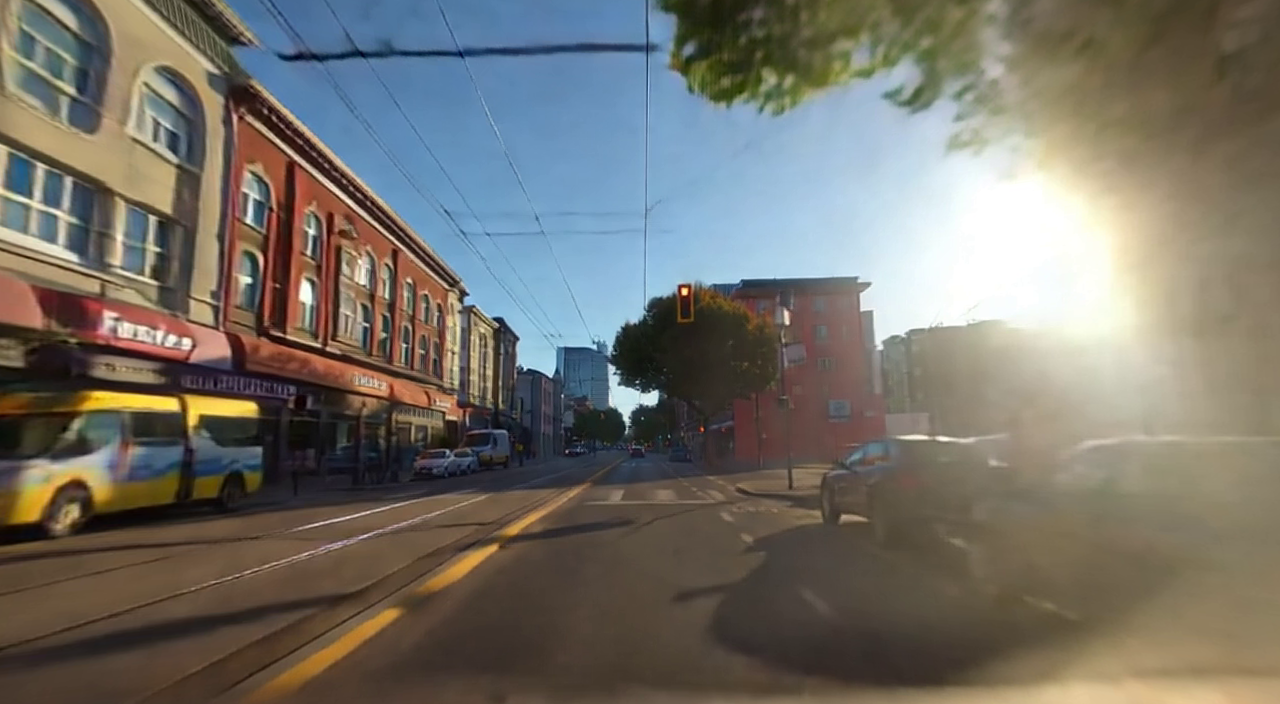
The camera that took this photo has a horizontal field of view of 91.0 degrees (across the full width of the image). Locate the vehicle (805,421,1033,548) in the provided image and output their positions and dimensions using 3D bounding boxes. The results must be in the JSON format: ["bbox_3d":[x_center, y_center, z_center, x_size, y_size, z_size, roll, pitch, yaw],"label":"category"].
[{"bbox_3d":[3.930,1.903,9.619,1.869,1.557,3.501,0,-8,0],"label":"vehicle"}]

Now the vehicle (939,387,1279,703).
[{"bbox_3d":[3.723,1.072,3.864,1.752,1.510,4.191,0,-8,1],"label":"vehicle"}]

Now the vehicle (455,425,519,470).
[{"bbox_3d":[-10.273,6.501,43.089,2.378,2.765,7.920,0,-8,0],"label":"vehicle"}]

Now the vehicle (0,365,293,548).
[{"bbox_3d":[-10.164,2.048,12.770,2.291,2.745,6.492,-1,-9,2],"label":"vehicle"}]

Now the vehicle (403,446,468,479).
[{"bbox_3d":[-9.905,5.383,30.880,1.897,1.464,4.209,0,-8,-2],"label":"vehicle"}]
